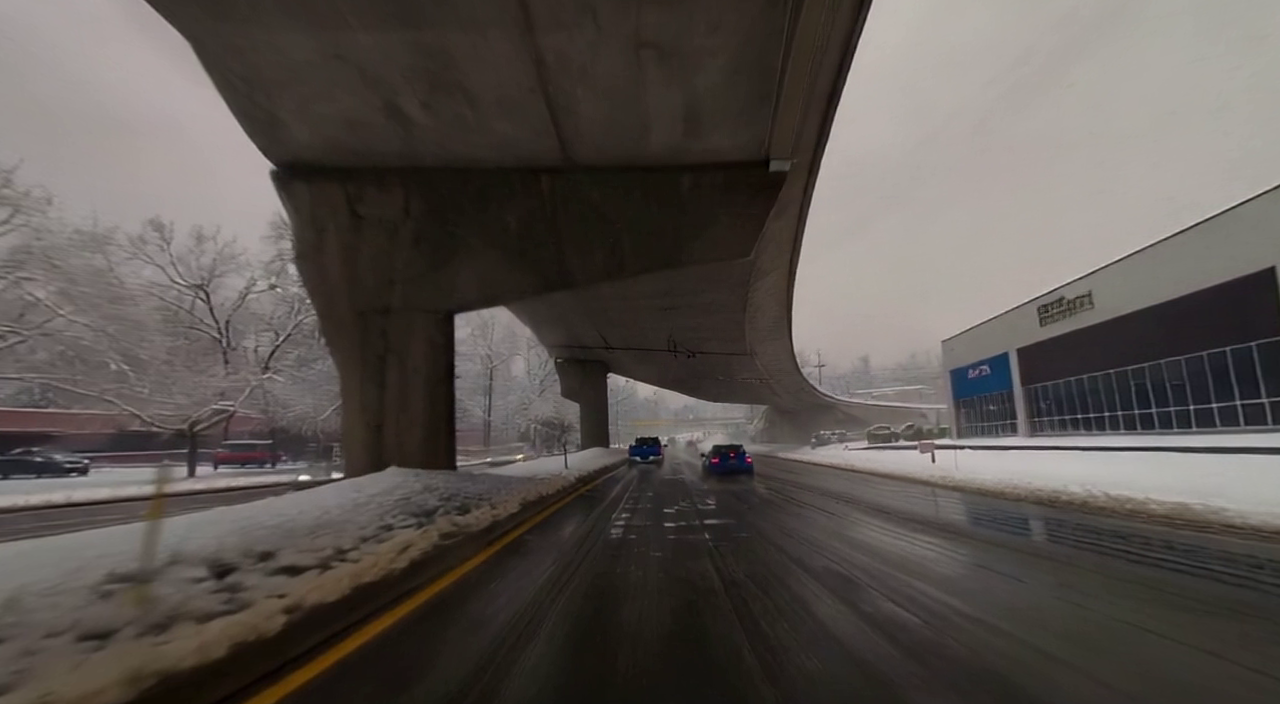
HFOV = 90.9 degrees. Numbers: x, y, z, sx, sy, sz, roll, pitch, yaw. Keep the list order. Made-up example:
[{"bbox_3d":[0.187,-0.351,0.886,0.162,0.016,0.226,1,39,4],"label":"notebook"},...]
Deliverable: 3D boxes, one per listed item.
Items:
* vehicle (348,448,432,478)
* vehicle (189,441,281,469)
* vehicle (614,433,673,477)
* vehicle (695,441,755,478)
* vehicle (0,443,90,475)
[{"bbox_3d":[-13.479,6.018,34.371,1.995,1.472,4.704,-2,-9,11],"label":"vehicle"},{"bbox_3d":[-28.614,7.259,44.686,4.904,1.782,2.112,1,-8,-10],"label":"vehicle"},{"bbox_3d":[0.201,4.563,28.147,2.441,1.813,4.581,0,-8,1],"label":"vehicle"},{"bbox_3d":[3.582,4.620,27.431,1.954,1.479,4.557,0,-8,0],"label":"vehicle"},{"bbox_3d":[-33.771,5.895,34.817,4.540,1.717,2.066,2,-9,-13],"label":"vehicle"}]
